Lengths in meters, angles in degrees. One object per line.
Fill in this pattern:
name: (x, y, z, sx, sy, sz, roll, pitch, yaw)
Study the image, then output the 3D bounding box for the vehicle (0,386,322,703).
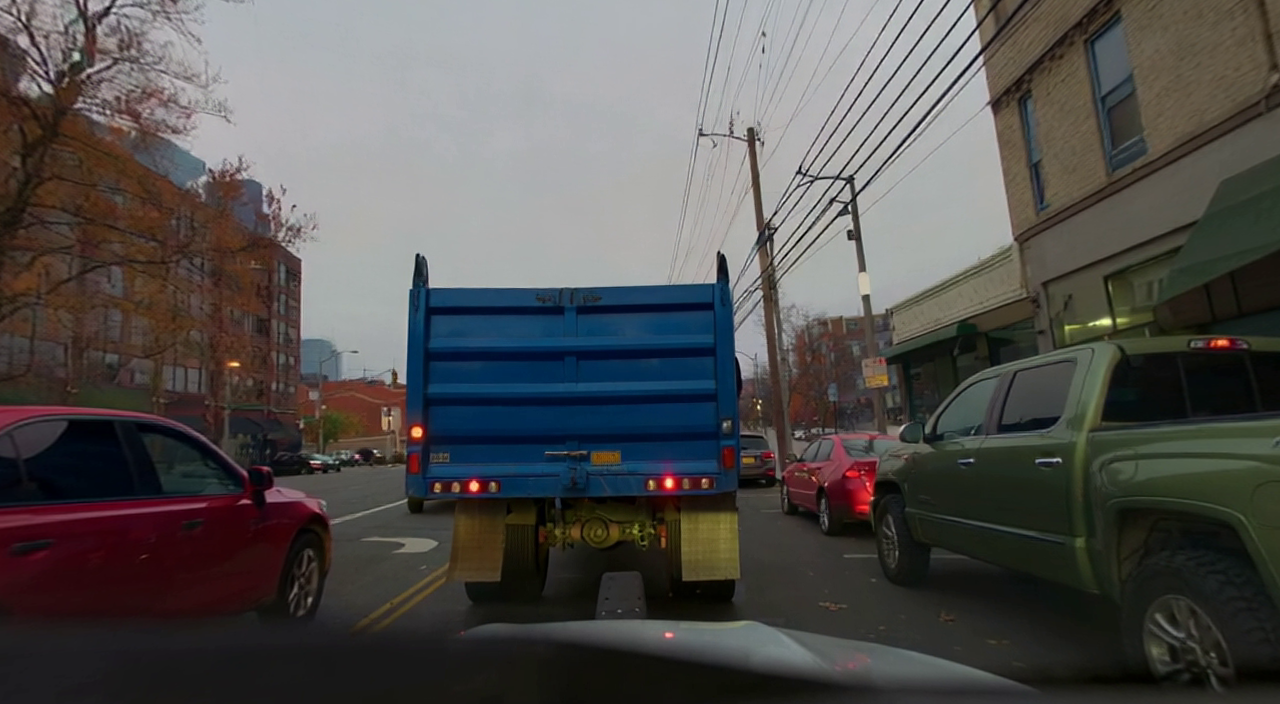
vehicle: (-4.126, 1.122, 3.861, 1.988, 1.657, 4.492, 0, -8, 0)

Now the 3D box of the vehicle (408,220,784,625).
vehicle: (-0.237, 1.101, 9.139, 2.878, 3.204, 8.244, 0, -8, 2)

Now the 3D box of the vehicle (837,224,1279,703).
vehicle: (3.238, 0.845, 3.863, 2.242, 1.979, 5.722, 0, -8, 0)
